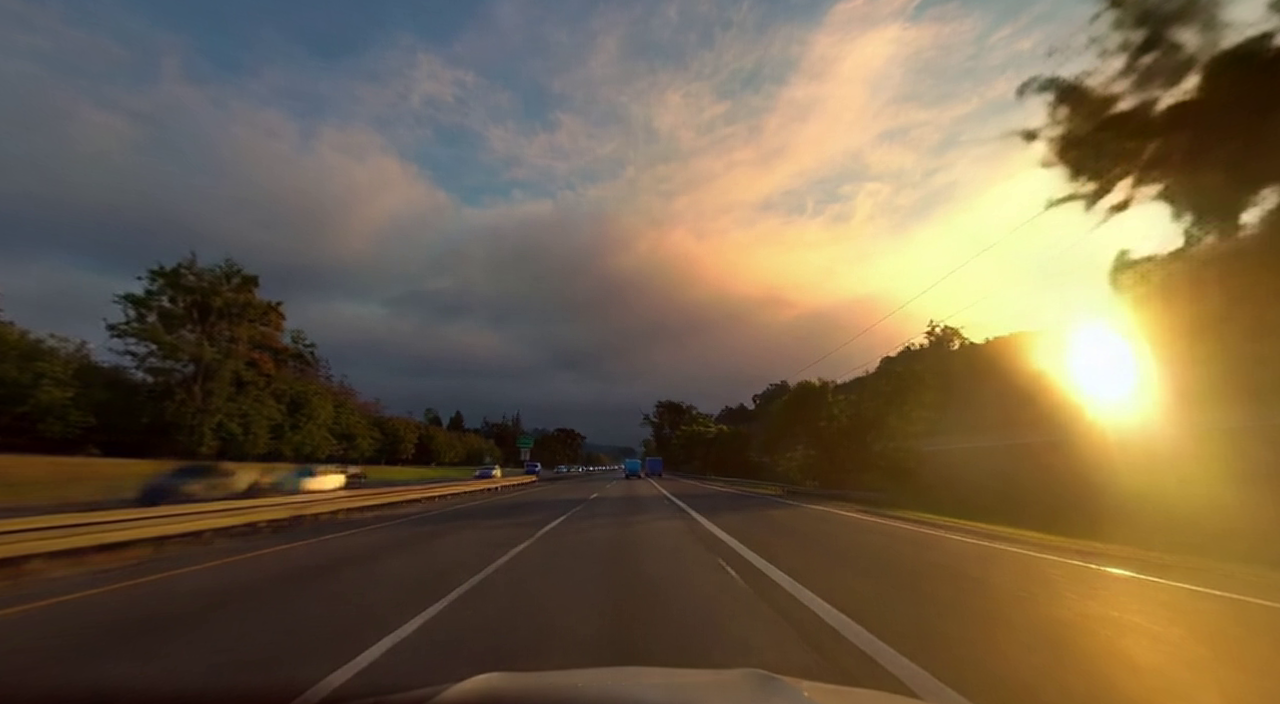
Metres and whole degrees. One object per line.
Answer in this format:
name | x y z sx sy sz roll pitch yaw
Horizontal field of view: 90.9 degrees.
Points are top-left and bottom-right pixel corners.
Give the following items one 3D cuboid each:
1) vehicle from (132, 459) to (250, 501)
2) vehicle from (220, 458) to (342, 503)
vehicle | -17.193 4.912 24.370 1.749 1.469 3.779 1 -10 0
vehicle | -13.175 4.760 23.529 1.903 1.448 4.489 1 -10 0
